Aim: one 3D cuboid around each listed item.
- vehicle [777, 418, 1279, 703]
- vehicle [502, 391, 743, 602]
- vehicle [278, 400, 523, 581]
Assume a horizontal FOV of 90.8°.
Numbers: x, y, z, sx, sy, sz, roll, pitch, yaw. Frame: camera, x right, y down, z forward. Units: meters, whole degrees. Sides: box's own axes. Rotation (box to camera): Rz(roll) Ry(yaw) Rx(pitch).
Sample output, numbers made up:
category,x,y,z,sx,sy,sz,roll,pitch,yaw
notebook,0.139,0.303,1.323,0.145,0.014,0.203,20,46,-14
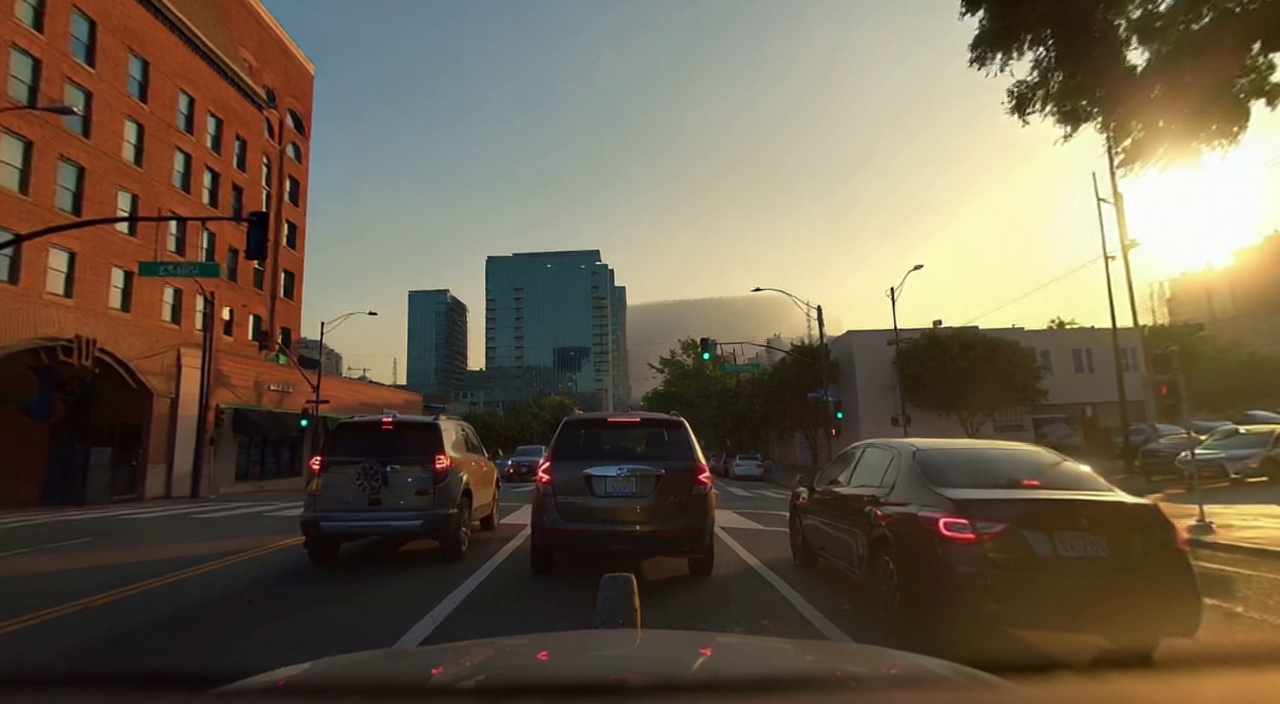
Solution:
category,x,y,z,sx,sy,sz,roll,pitch,yaw
vehicle,2.569,1.378,5.296,1.852,1.462,4.155,0,-8,-1
vehicle,-0.150,1.603,7.894,2.105,1.842,4.537,0,-8,0
vehicle,-2.828,1.717,8.613,1.855,1.812,4.244,0,-8,-3
